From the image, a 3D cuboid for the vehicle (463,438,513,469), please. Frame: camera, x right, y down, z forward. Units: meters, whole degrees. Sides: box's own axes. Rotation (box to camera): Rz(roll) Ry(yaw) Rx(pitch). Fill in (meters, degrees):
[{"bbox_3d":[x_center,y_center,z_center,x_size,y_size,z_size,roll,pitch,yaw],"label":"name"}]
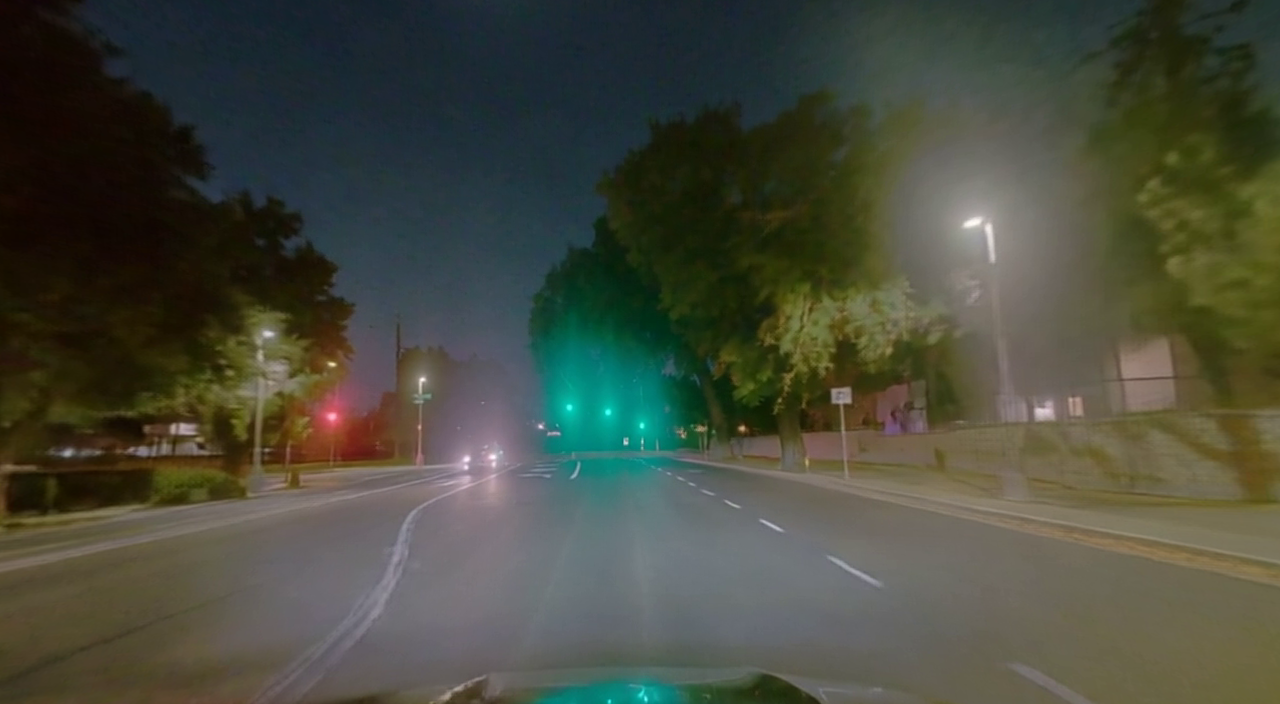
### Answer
[{"bbox_3d":[-9.295,6.224,38.922,2.175,1.796,4.605,0,-8,-3],"label":"vehicle"}]
